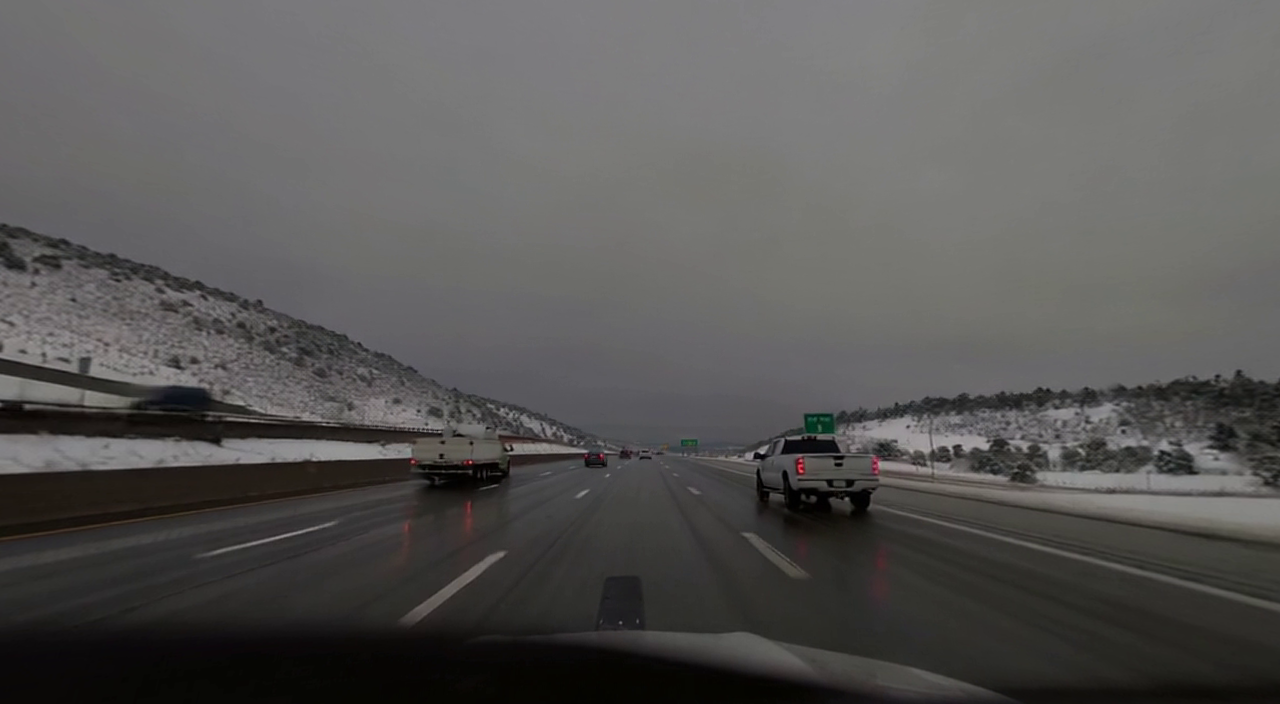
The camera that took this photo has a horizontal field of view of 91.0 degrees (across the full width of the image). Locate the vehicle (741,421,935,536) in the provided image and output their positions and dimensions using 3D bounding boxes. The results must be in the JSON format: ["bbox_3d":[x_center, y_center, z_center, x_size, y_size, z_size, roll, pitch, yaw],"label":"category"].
[{"bbox_3d":[3.494,2.356,12.296,2.231,1.789,4.700,0,-9,0],"label":"vehicle"}]

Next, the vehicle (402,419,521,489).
[{"bbox_3d":[-7.097,4.216,26.232,2.937,2.509,7.090,0,-9,-1],"label":"vehicle"}]

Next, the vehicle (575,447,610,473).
[{"bbox_3d":[-3.114,7.196,42.214,2.009,1.593,4.378,0,-9,0],"label":"vehicle"}]
